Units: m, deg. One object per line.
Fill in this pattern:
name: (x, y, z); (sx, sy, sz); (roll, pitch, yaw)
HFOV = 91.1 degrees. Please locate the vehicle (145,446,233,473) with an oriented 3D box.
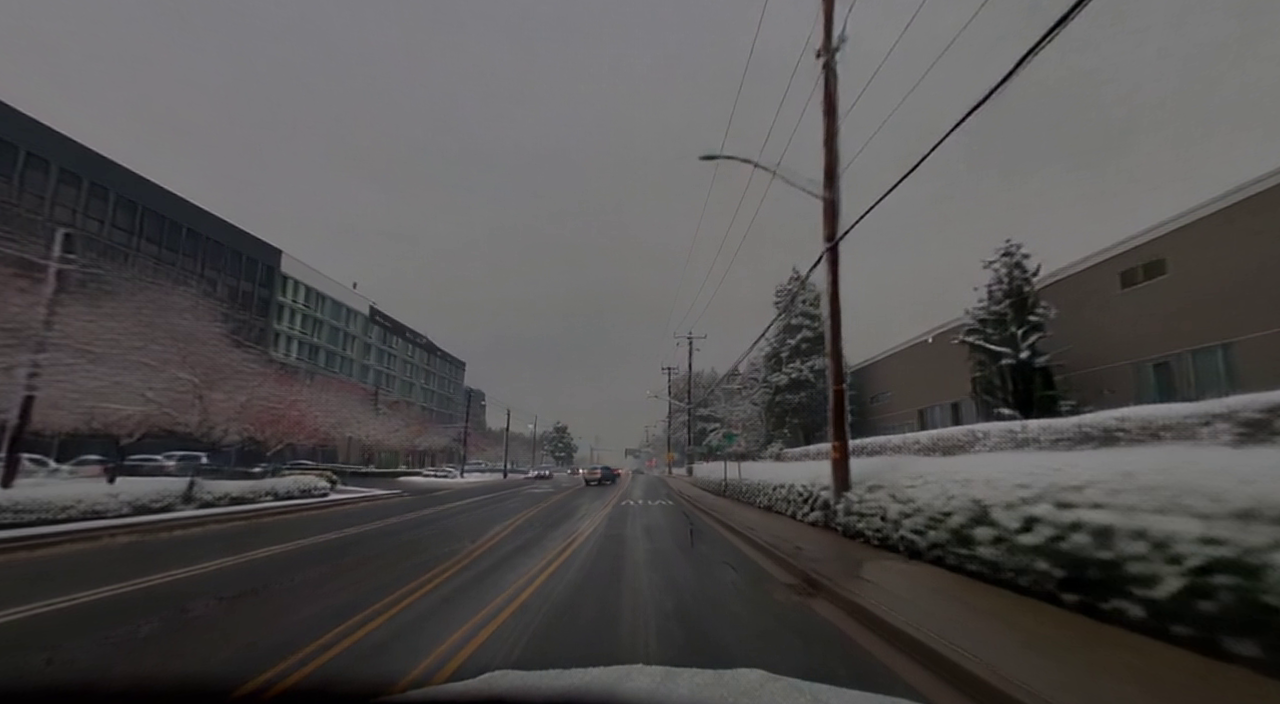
vehicle: (-35.612, 8.561, 49.834); (2.033, 1.959, 5.294); (-3, -11, 19)

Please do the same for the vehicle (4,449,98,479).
vehicle: (-31.028, 5.896, 33.092); (3.795, 1.474, 1.828); (-3, -11, 18)

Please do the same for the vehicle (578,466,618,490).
vehicle: (-3.052, 9.312, 46.621); (2.067, 1.629, 3.858); (-2, -11, 11)
